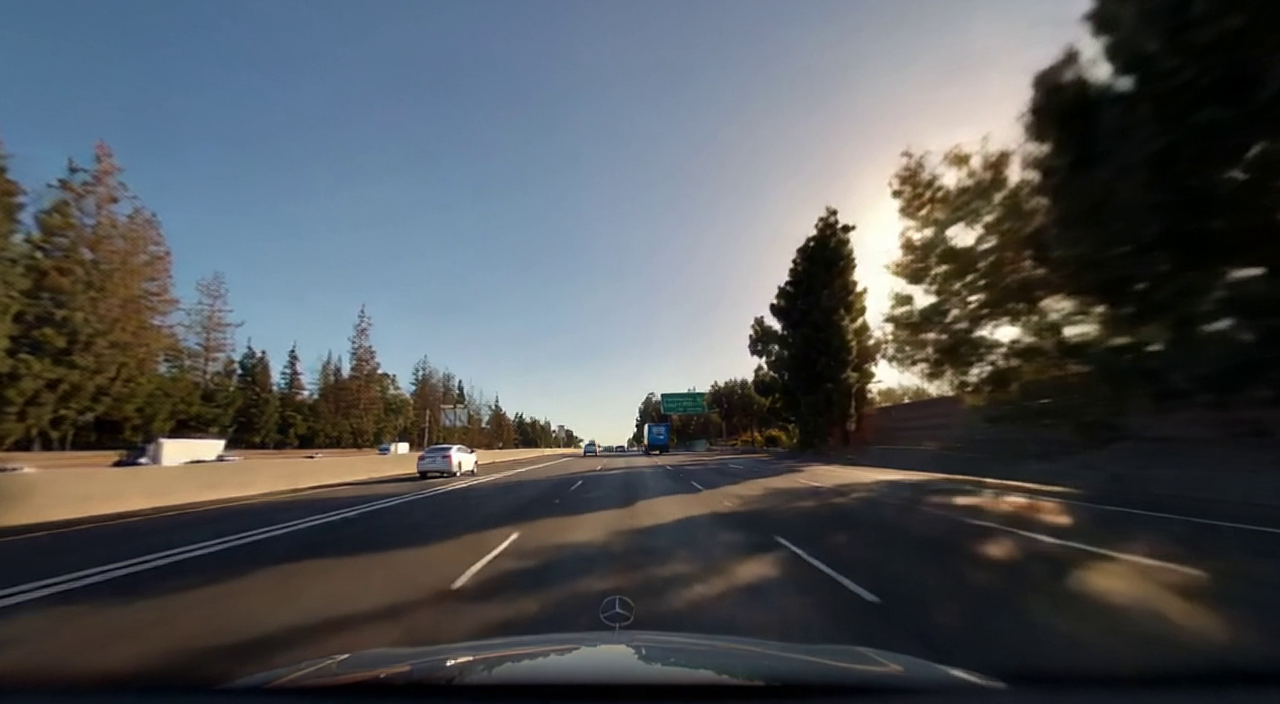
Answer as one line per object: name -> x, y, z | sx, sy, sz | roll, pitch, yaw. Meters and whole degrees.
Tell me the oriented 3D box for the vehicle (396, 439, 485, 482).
vehicle -> -7.647, 4.189, 24.670 | 2.033, 1.494, 4.508 | 0, -8, 0
